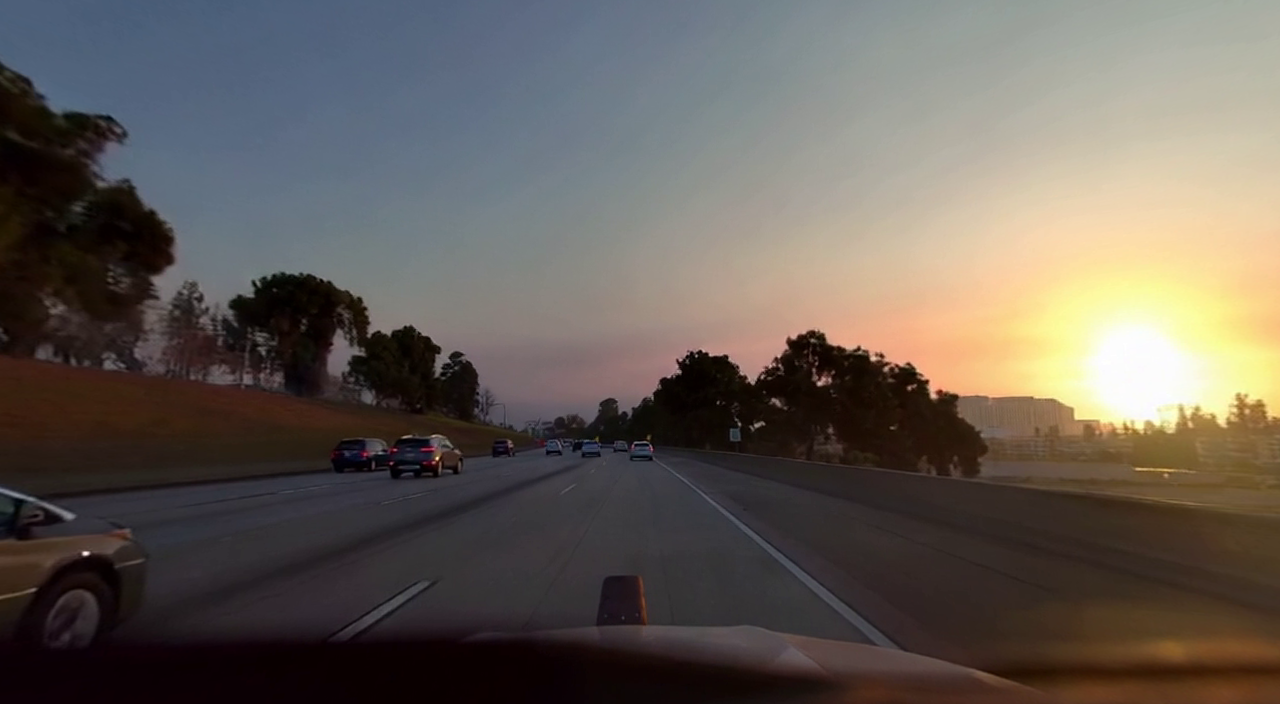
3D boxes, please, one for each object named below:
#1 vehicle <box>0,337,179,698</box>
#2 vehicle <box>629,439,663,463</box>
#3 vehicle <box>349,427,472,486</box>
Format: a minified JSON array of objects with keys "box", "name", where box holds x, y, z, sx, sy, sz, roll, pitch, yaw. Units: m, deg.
[{"box":[-4.274,0.591,1.574,2.171,1.759,5.219,0,-8,1],"name":"vehicle"},{"box":[0.337,6.351,40.370,2.060,1.465,3.974,0,-8,-2],"name":"vehicle"},{"box":[-7.494,3.476,21.189,2.238,1.712,5.000,0,-8,0],"name":"vehicle"}]
